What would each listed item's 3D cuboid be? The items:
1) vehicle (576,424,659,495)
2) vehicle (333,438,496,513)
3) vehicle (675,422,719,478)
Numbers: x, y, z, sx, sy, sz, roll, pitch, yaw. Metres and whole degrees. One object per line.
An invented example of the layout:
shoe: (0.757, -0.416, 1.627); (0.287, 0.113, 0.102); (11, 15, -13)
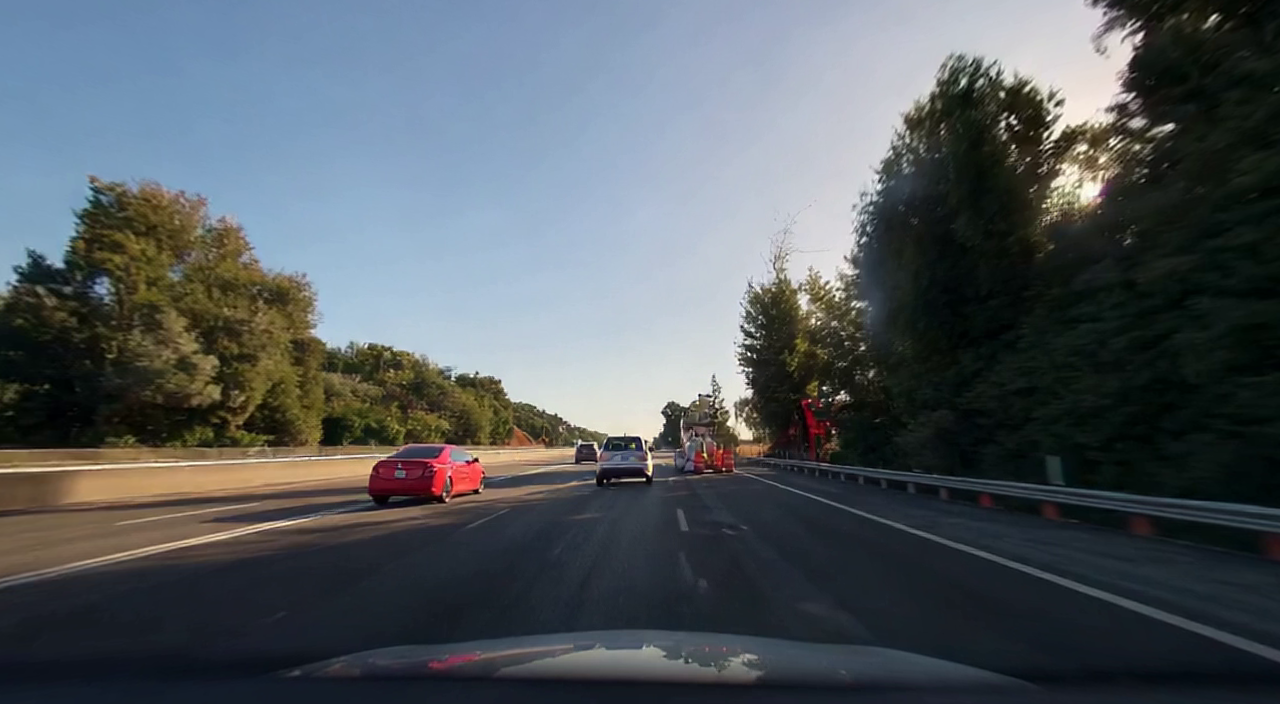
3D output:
vehicle: (-0.582, 3.412, 20.299); (2.308, 1.993, 4.631); (0, -8, 2)
vehicle: (-5.008, 2.792, 14.819); (2.096, 1.469, 4.319); (0, -8, 2)
vehicle: (4.198, 7.503, 48.643); (2.793, 3.828, 9.580); (0, -8, 2)
